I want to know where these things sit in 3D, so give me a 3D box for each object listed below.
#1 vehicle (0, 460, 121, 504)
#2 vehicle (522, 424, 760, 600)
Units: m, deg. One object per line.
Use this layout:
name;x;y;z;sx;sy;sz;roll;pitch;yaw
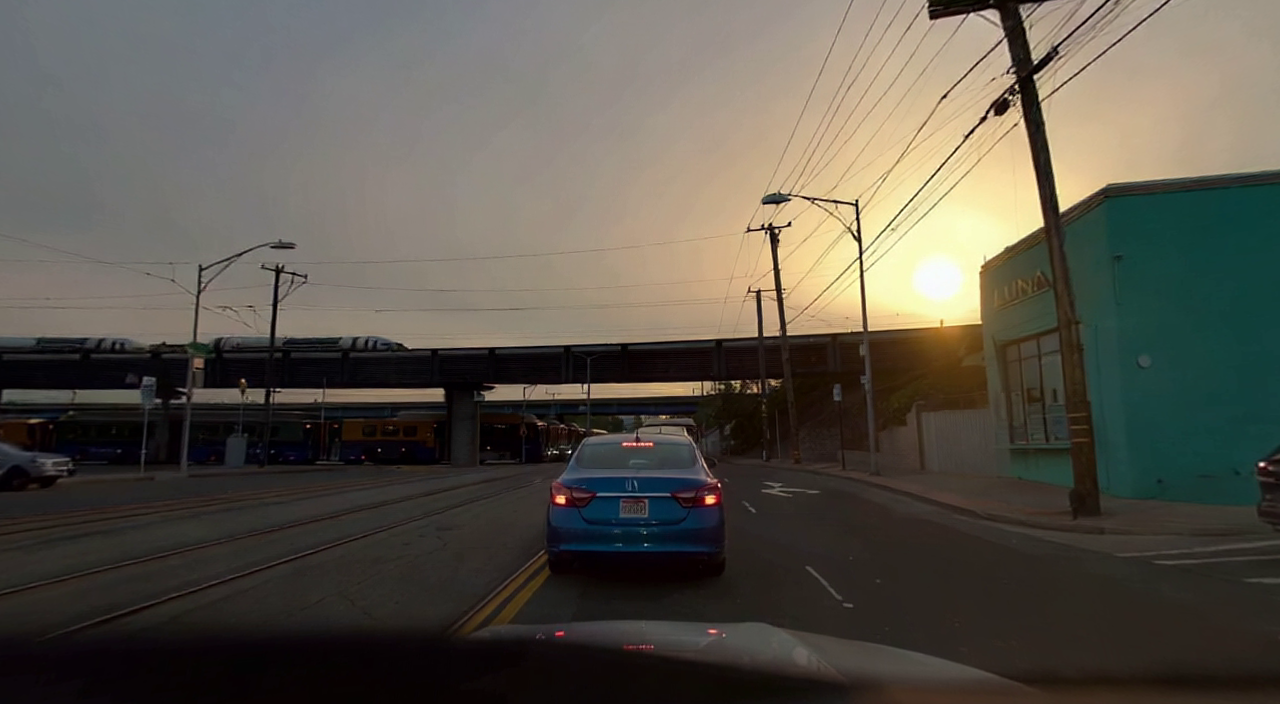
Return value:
vehicle;-21.916;4.680;22.858;4.566;1.453;1.935;-1;-9;5
vehicle;0.095;1.711;7.624;2.090;1.518;4.033;-1;-9;3
